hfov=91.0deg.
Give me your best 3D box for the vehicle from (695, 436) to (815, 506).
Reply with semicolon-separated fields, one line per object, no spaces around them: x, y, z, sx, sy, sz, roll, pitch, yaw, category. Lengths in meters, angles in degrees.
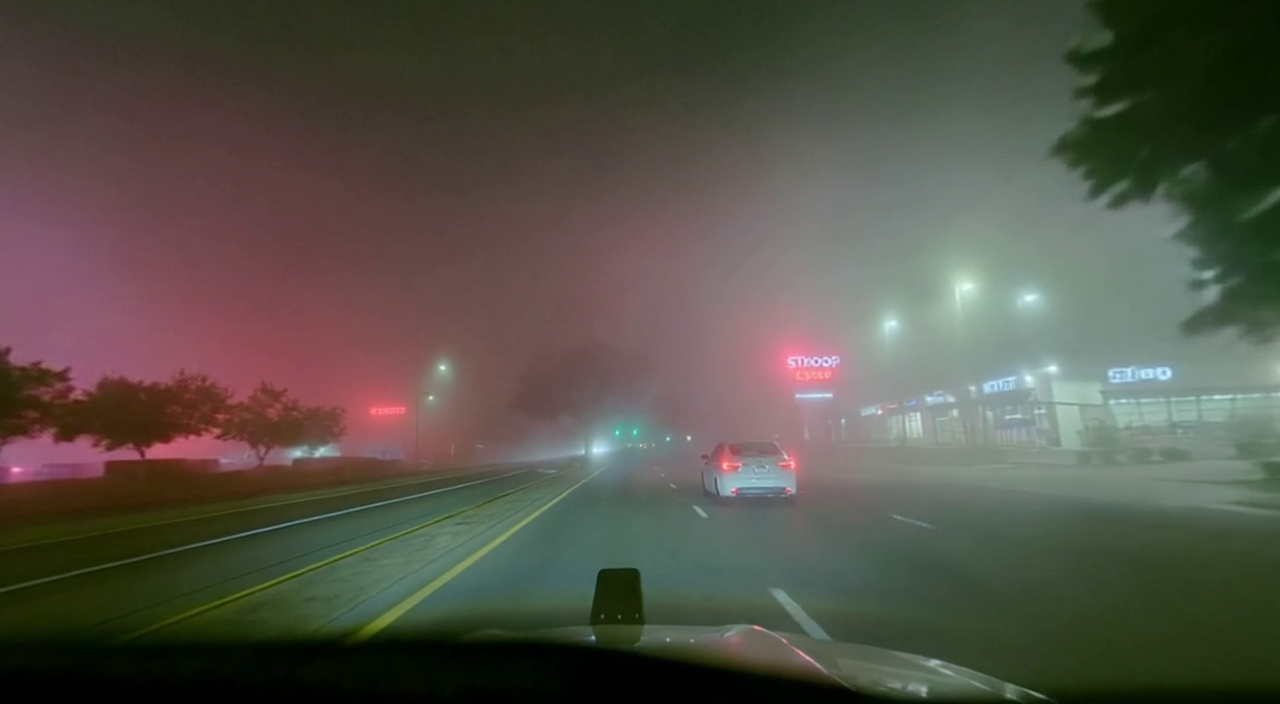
2.637;2.867;15.644;2.015;1.479;4.444;0;-9;-2;vehicle
